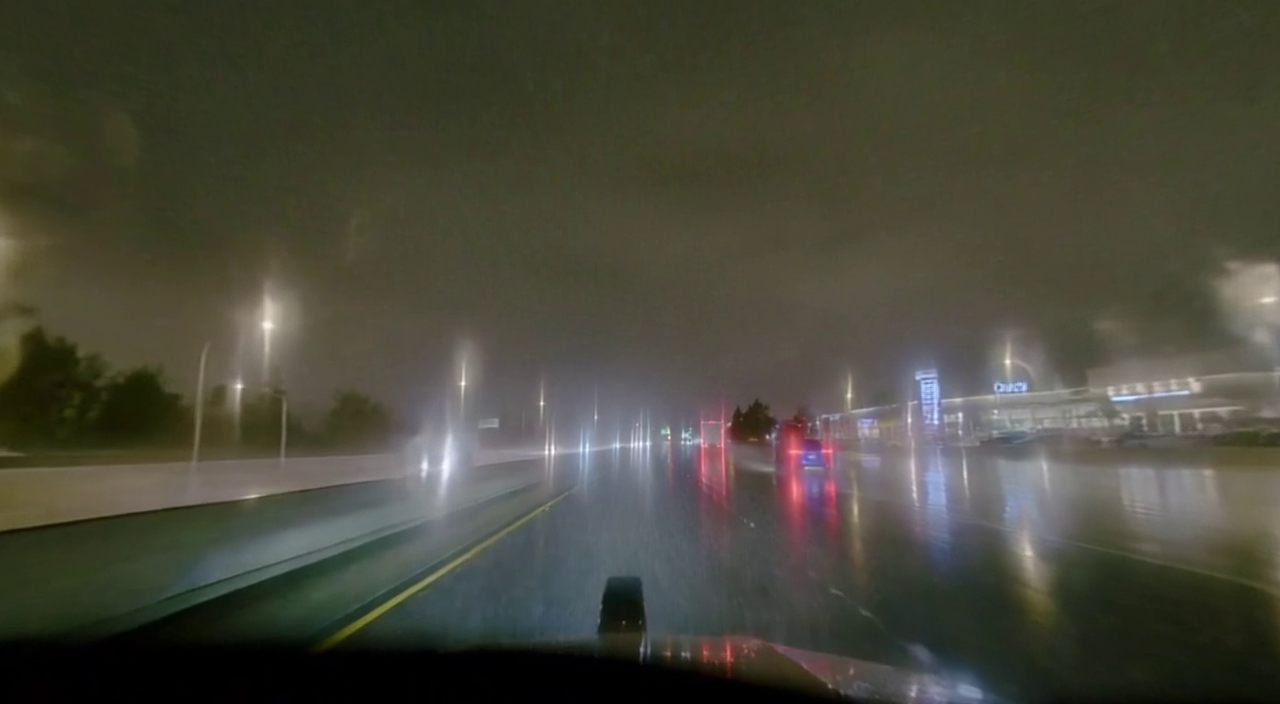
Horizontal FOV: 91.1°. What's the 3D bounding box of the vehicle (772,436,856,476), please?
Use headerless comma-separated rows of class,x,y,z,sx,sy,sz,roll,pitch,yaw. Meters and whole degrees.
vehicle,7.267,4.392,26.811,2.079,1.518,5.032,0,-8,-1

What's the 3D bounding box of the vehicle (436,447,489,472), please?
vehicle,-11.422,6.916,40.784,1.958,1.502,4.841,0,-8,1

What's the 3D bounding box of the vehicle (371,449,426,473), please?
vehicle,-16.767,7.563,43.793,1.952,1.507,4.377,0,-8,3
